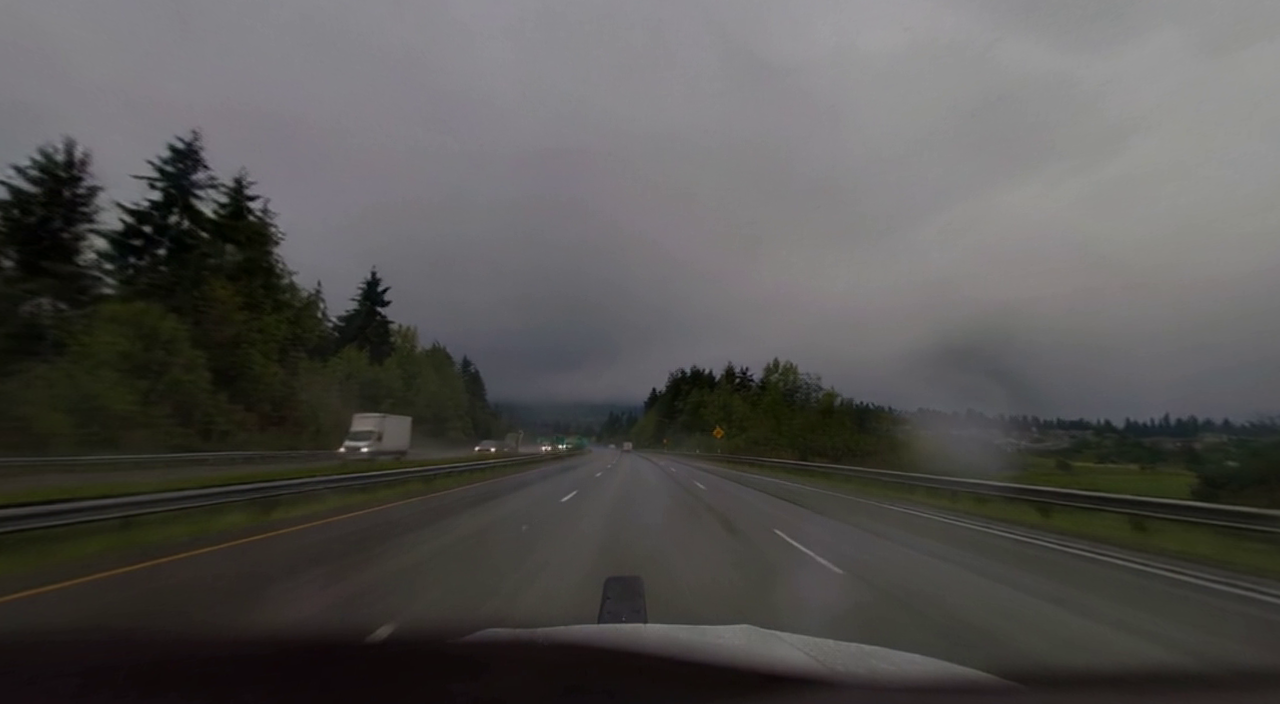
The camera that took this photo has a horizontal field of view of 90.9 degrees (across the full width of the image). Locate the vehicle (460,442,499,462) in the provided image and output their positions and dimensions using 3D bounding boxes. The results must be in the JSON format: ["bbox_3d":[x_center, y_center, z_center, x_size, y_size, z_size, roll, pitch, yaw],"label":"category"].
[{"bbox_3d":[-12.527,7.834,49.419,2.041,1.513,4.136,0,-9,-1],"label":"vehicle"}]

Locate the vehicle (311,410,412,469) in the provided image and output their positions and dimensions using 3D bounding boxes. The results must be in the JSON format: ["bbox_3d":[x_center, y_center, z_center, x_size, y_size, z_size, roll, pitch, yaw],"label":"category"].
[{"bbox_3d":[-16.547,5.361,38.099,2.773,3.188,7.170,0,-9,0],"label":"vehicle"}]
